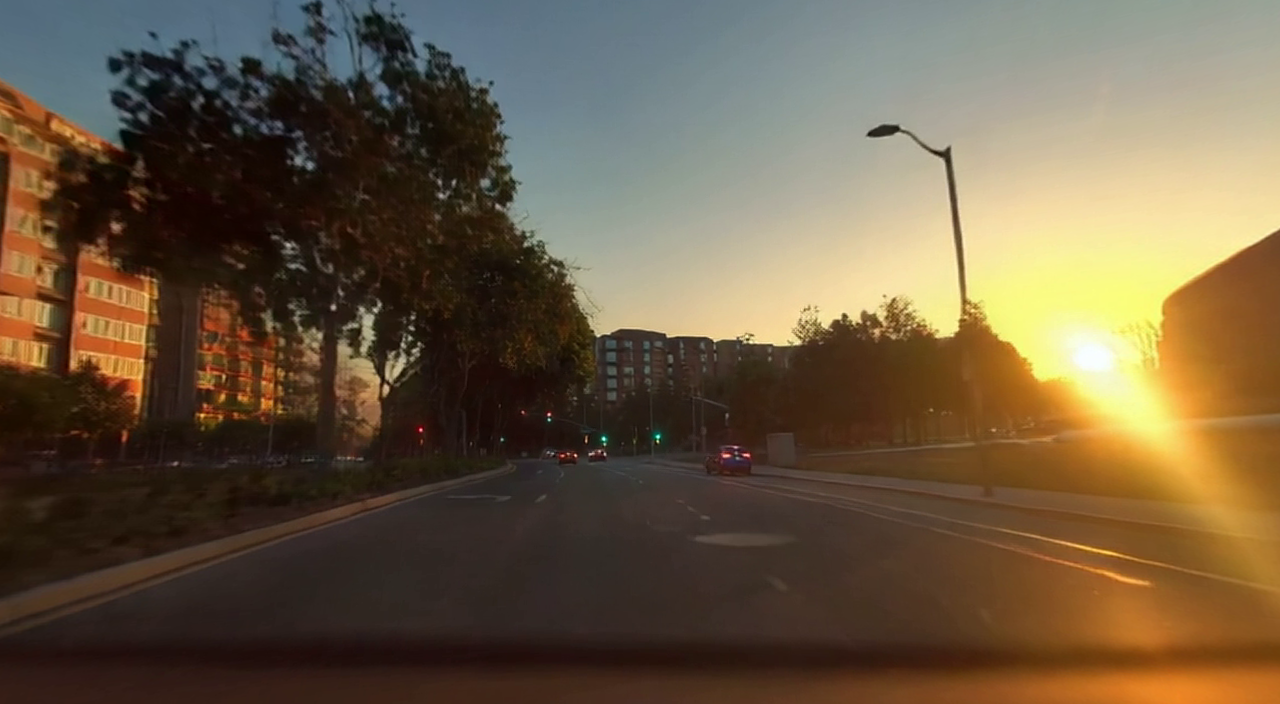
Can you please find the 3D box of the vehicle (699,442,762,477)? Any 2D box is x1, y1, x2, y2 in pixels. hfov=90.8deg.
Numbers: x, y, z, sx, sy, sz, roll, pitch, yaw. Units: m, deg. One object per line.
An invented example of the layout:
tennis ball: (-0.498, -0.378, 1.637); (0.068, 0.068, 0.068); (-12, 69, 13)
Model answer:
vehicle: (4.582, 5.542, 32.764); (2.042, 1.635, 4.858); (1, -9, -6)
